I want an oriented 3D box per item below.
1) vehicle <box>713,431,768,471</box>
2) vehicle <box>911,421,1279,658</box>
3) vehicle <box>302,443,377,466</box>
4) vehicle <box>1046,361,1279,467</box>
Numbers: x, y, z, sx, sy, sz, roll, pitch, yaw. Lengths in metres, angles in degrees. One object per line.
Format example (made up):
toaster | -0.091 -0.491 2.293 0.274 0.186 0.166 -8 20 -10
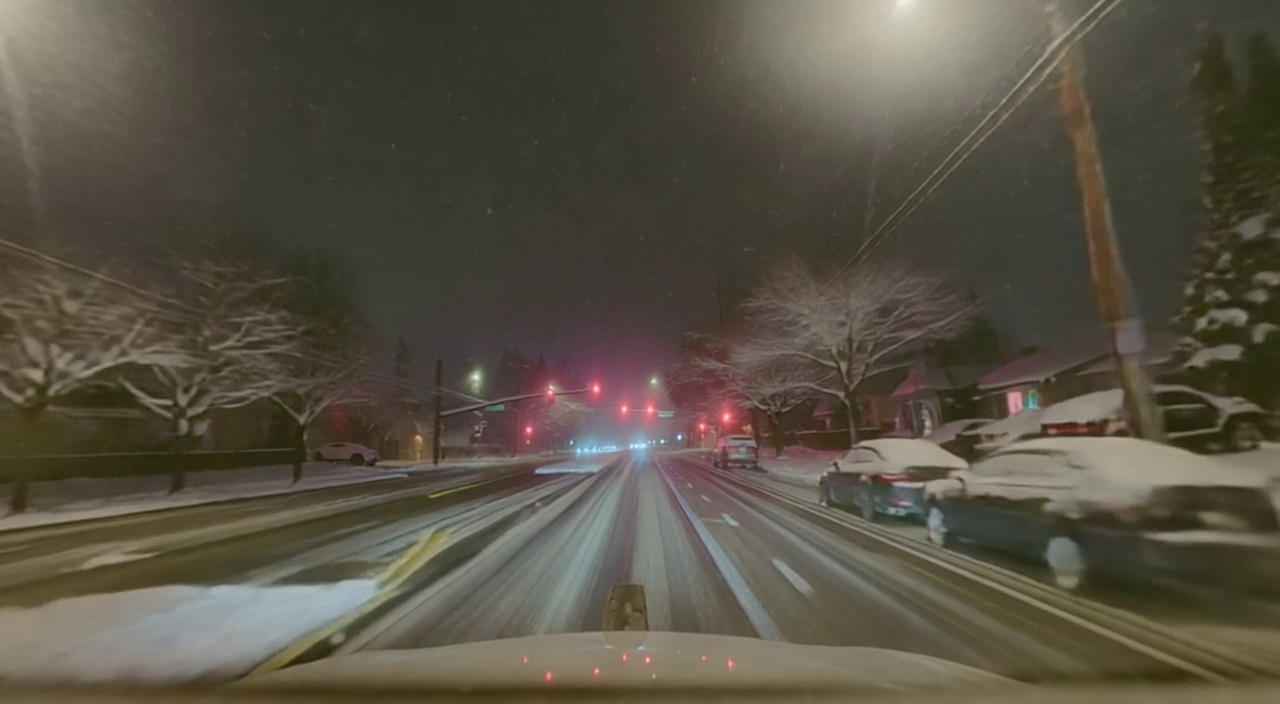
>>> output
vehicle | 5.031 5.029 32.182 2.170 1.869 4.594 0 -8 2
vehicle | 4.596 1.484 6.176 1.881 1.435 4.525 0 -8 0
vehicle | -21.874 7.470 45.994 4.334 1.668 2.069 0 -8 1
vehicle | 13.392 1.641 16.174 4.284 1.725 1.981 -12 -9 -1
